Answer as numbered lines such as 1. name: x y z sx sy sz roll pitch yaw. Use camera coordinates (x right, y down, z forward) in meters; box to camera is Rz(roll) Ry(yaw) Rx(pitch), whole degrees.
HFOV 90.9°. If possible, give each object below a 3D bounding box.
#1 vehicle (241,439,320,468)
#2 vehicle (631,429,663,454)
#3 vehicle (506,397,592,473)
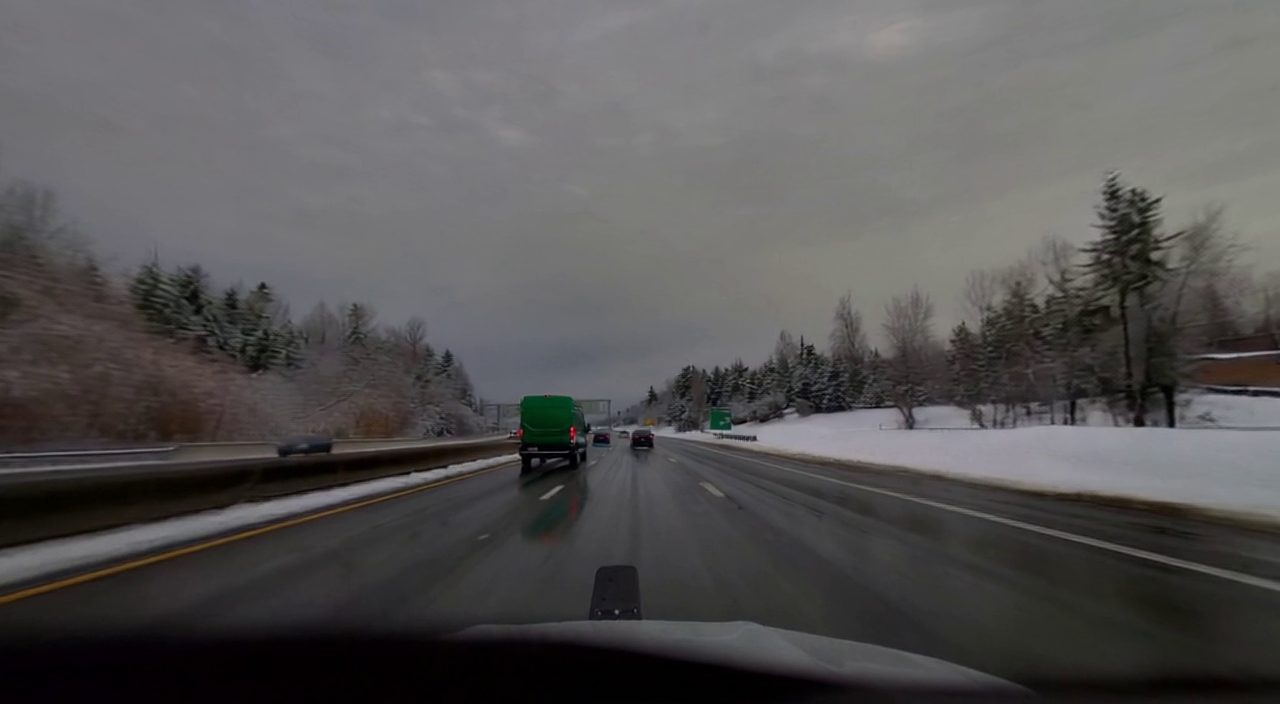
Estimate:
1. vehicle: -20.115 5.676 35.465 1.815 1.465 4.477 0 -8 0
2. vehicle: 0.468 6.355 44.704 2.104 1.646 4.176 0 -8 0
3. vehicle: -3.311 3.210 24.359 2.424 2.577 5.828 0 -8 0
